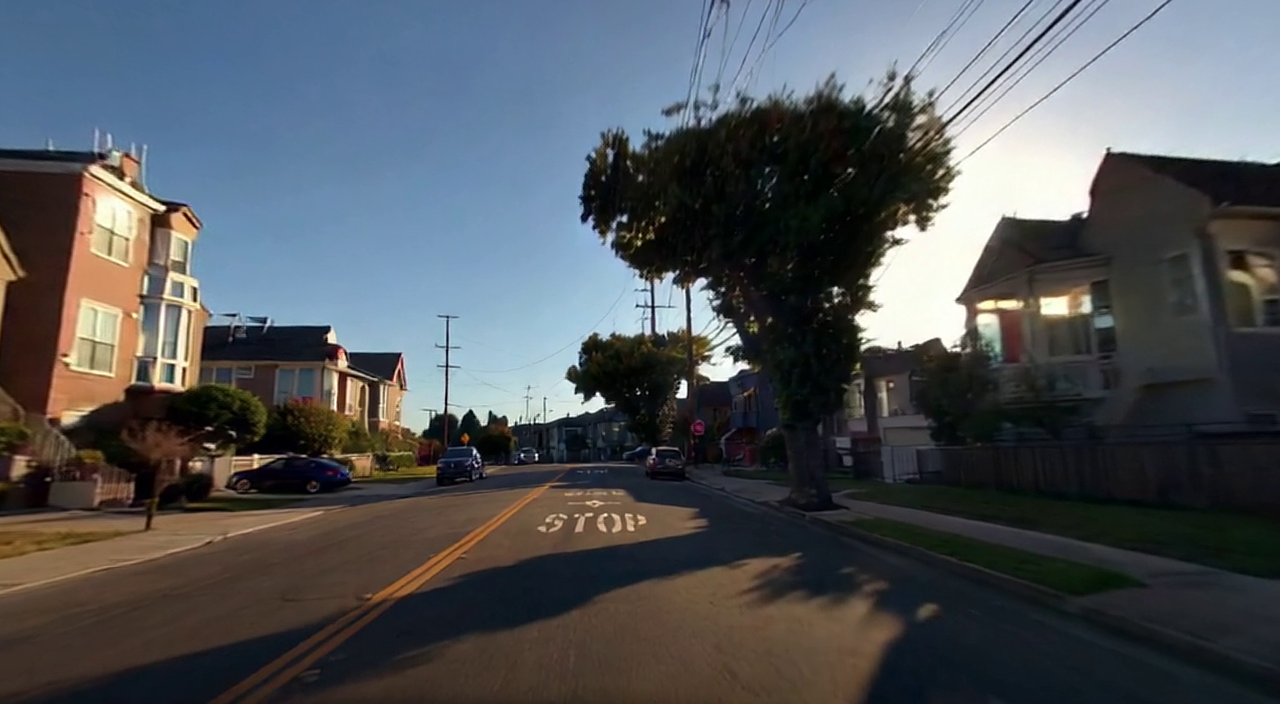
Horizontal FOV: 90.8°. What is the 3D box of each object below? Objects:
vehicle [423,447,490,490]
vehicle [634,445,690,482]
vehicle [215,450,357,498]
[{"bbox_3d":[-8.930,5.641,31.145,2.156,1.728,4.619,-2,-7,-3],"label":"vehicle"},{"bbox_3d":[0.924,5.055,29.043,2.080,1.531,4.415,0,-8,-4],"label":"vehicle"},{"bbox_3d":[-13.552,4.659,24.392,4.266,1.674,1.933,0,-8,-4],"label":"vehicle"}]
